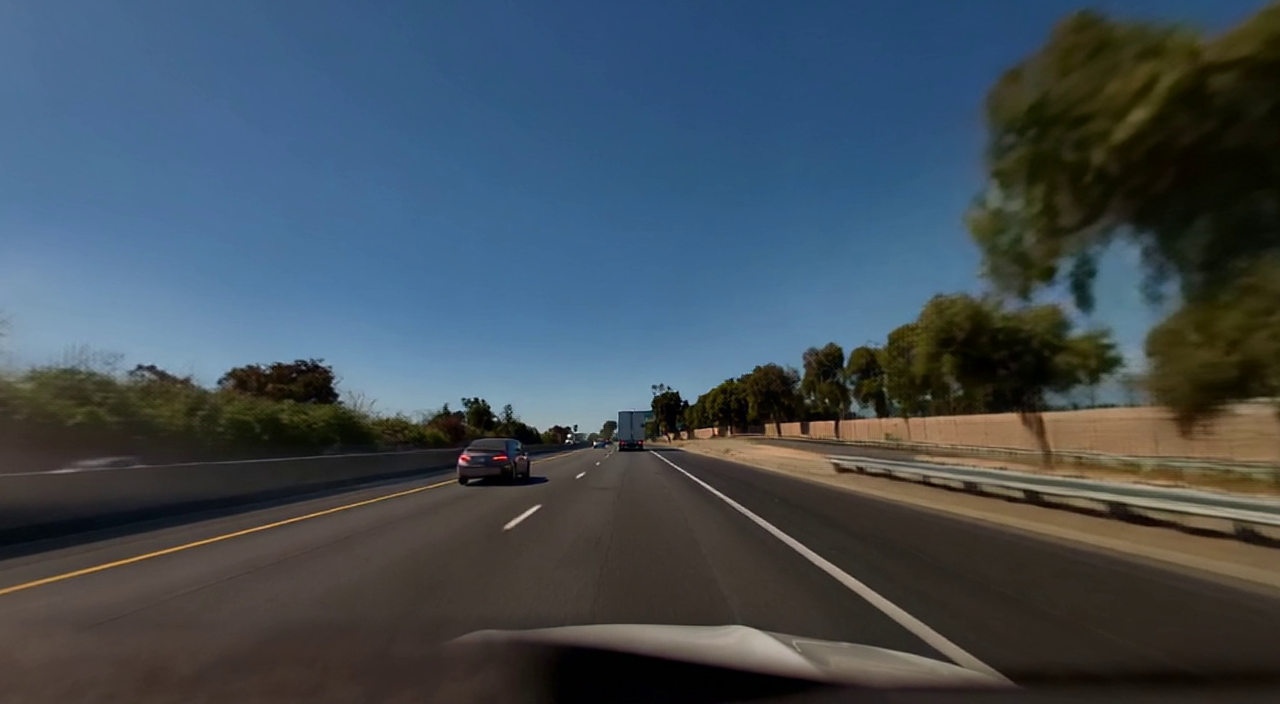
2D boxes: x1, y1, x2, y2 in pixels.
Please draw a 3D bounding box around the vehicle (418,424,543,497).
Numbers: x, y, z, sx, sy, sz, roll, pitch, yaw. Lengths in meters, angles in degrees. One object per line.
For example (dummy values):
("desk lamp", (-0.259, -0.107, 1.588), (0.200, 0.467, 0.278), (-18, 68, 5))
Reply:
("vehicle", (-4.027, 2.819, 16.861), (2.123, 1.655, 4.688), (0, -8, 0))
